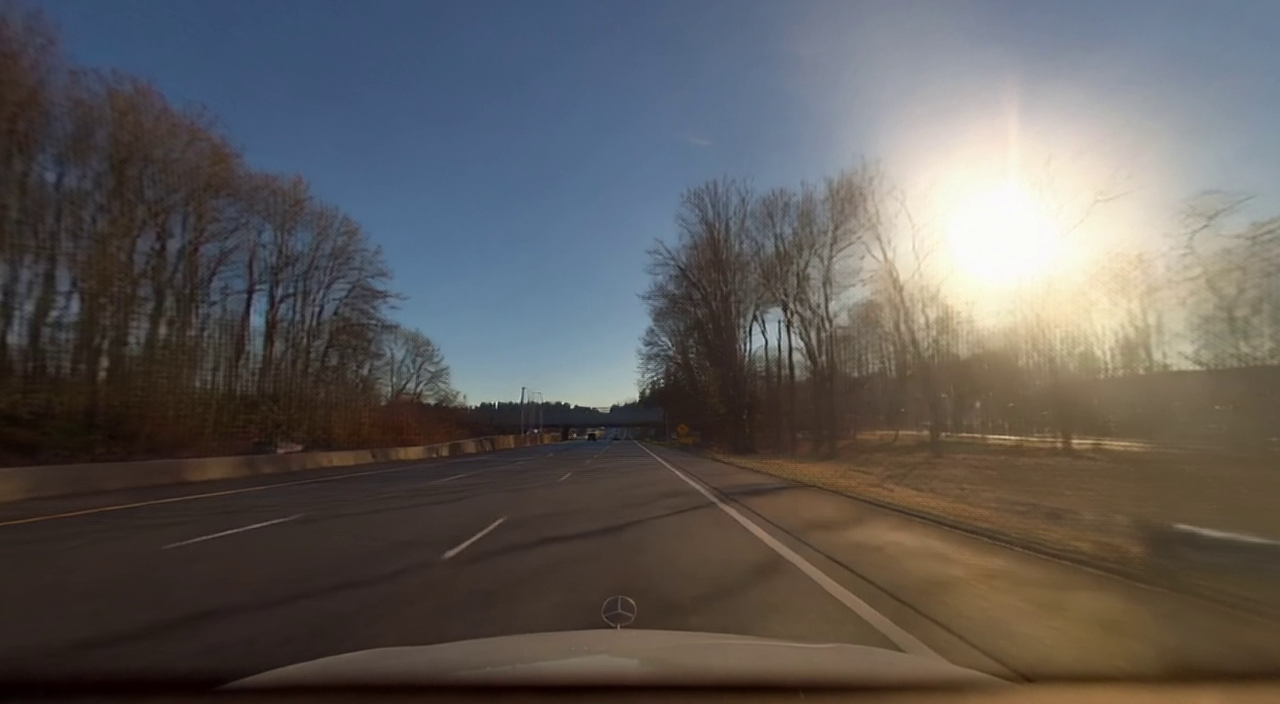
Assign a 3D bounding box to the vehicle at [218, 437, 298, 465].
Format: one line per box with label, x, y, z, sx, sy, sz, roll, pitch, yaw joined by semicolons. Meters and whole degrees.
vehicle;-21.799;5.639;36.102;1.874;1.511;4.431;0;-8;-1
